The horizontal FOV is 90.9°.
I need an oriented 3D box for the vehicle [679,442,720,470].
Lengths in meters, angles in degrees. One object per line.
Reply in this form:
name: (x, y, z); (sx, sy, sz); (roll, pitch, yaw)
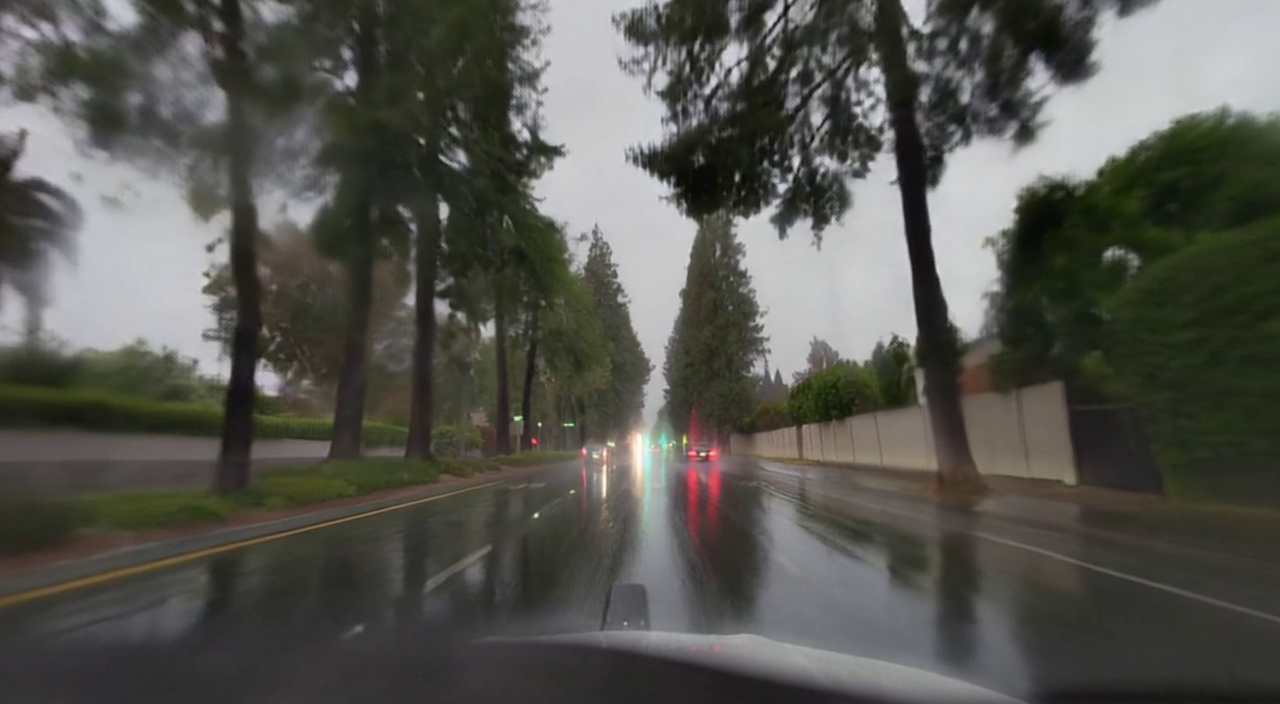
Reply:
vehicle: (3.465, 6.127, 37.291); (1.992, 1.511, 4.464); (0, -9, 0)

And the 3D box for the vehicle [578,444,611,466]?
vehicle: (-3.335, 7.631, 46.785); (2.011, 1.480, 4.517); (0, -9, 1)
